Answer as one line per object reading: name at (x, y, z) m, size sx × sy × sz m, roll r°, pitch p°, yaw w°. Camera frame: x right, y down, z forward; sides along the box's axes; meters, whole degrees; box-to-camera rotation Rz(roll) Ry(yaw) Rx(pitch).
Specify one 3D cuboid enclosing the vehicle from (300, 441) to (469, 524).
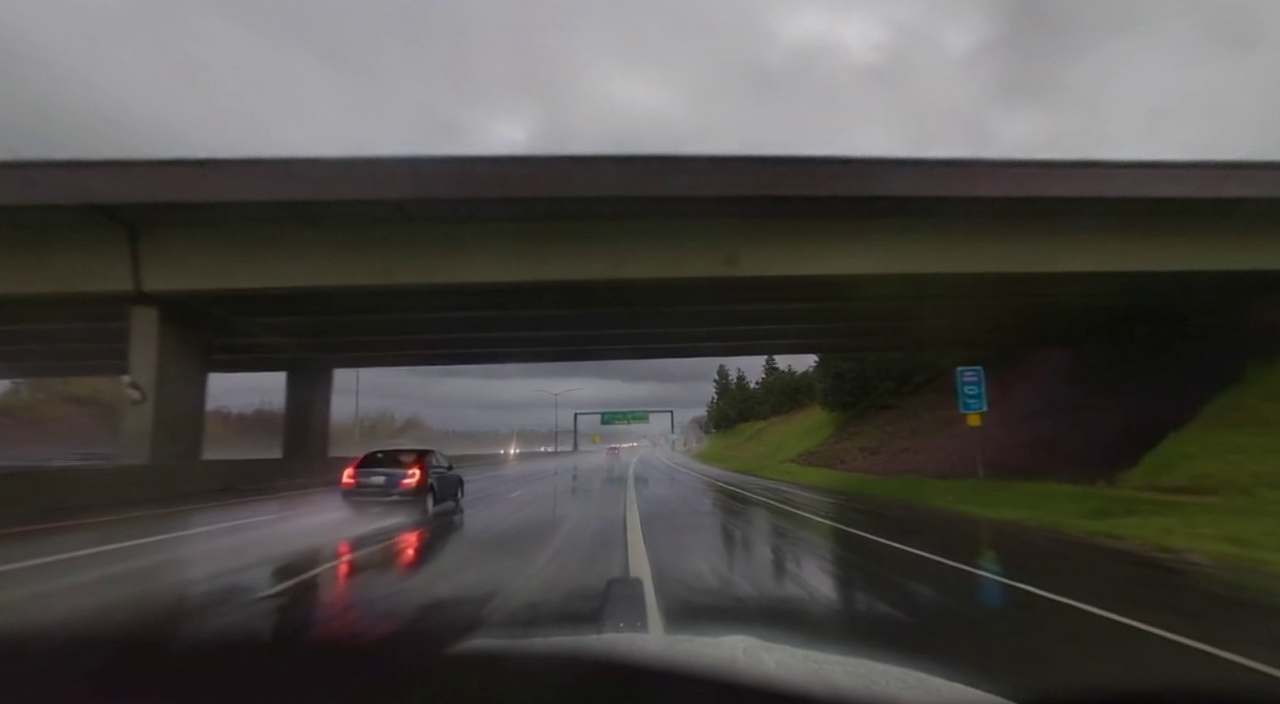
vehicle at (-5.357, 2.771, 13.950) m, size 2.055 × 1.535 × 4.073 m, roll 0°, pitch -9°, yaw -1°
